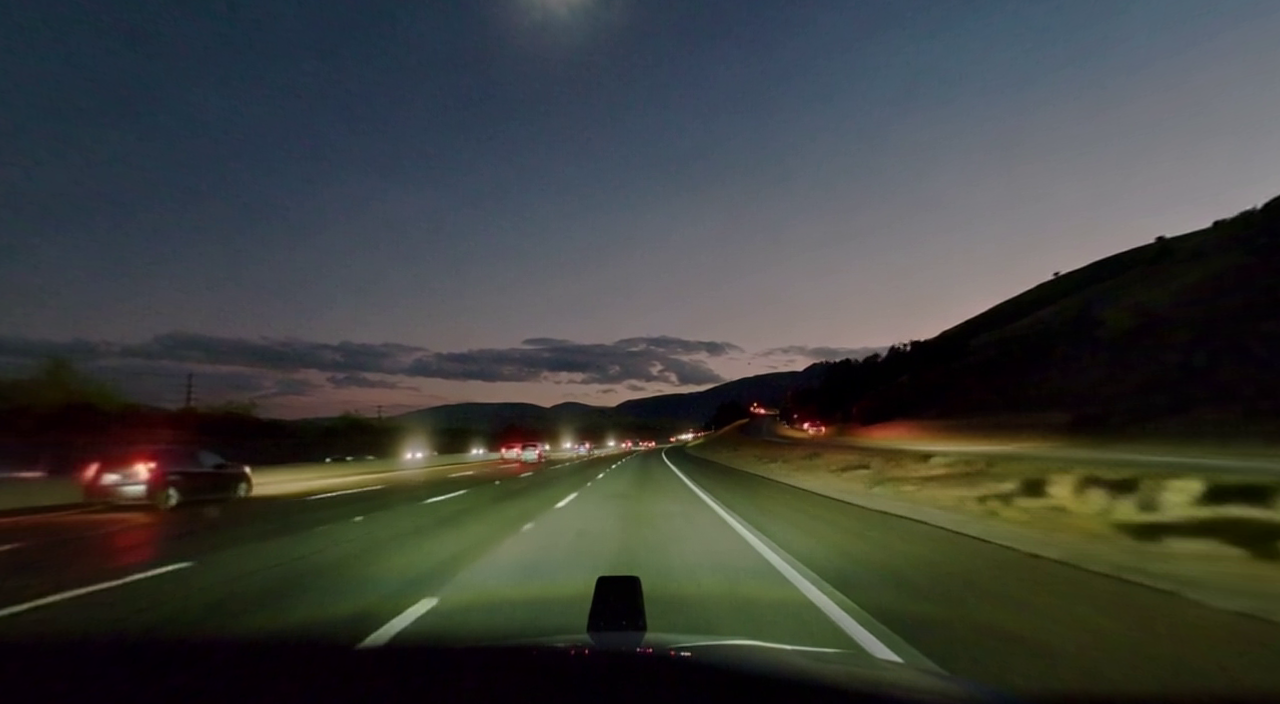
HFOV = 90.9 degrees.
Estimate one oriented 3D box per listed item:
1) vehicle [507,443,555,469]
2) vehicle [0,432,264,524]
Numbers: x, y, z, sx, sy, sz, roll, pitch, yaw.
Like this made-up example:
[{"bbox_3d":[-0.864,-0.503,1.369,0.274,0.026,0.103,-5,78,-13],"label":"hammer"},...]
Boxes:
[{"bbox_3d":[-6.747,6.458,39.417,2.107,1.484,4.449,0,-9,2],"label":"vehicle"},{"bbox_3d":[-10.798,2.675,13.962,2.122,1.695,4.437,0,-9,1],"label":"vehicle"}]
